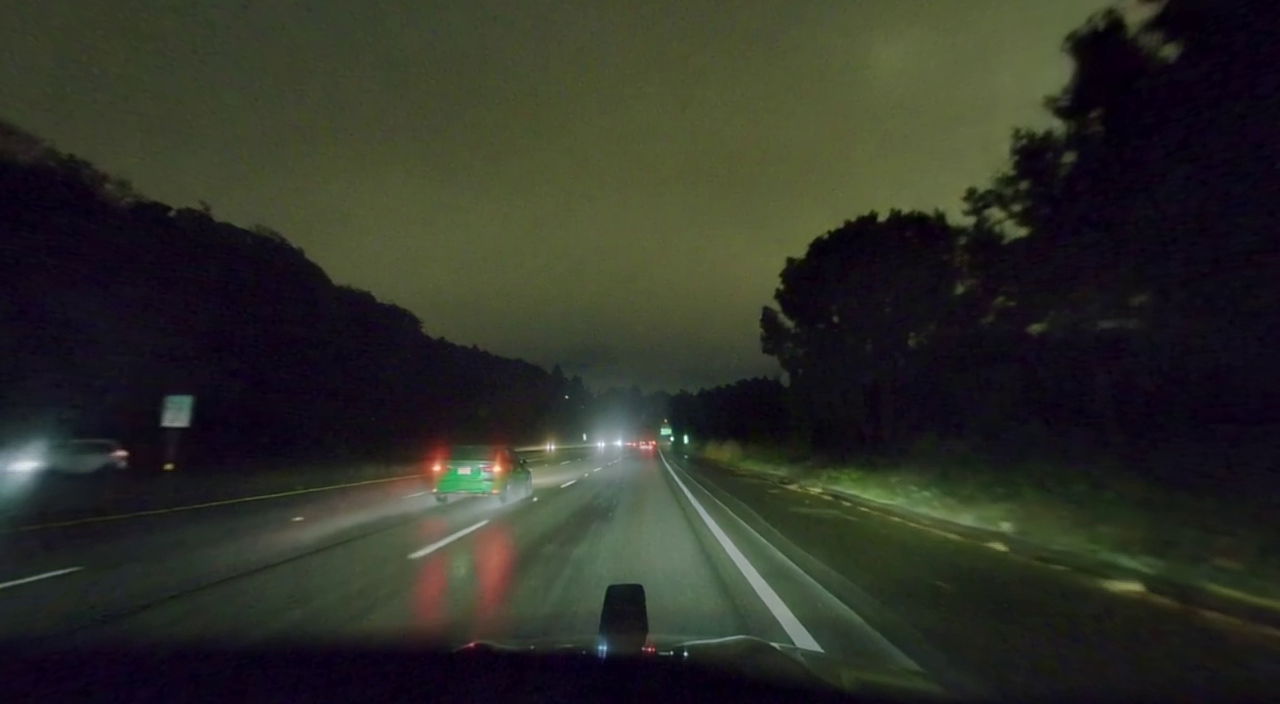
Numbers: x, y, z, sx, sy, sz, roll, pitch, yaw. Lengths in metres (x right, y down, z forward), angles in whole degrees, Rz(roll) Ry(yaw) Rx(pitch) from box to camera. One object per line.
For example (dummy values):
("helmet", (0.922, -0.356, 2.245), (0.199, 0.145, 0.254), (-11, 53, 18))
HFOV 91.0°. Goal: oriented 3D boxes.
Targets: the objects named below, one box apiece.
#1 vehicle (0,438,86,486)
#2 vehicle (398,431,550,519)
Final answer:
("vehicle", (-23.051, 3.966, 22.739), (1.868, 1.620, 4.490), (-1, -8, 1))
("vehicle", (-3.300, 2.533, 13.573), (2.015, 1.561, 4.469), (0, -8, 1))
